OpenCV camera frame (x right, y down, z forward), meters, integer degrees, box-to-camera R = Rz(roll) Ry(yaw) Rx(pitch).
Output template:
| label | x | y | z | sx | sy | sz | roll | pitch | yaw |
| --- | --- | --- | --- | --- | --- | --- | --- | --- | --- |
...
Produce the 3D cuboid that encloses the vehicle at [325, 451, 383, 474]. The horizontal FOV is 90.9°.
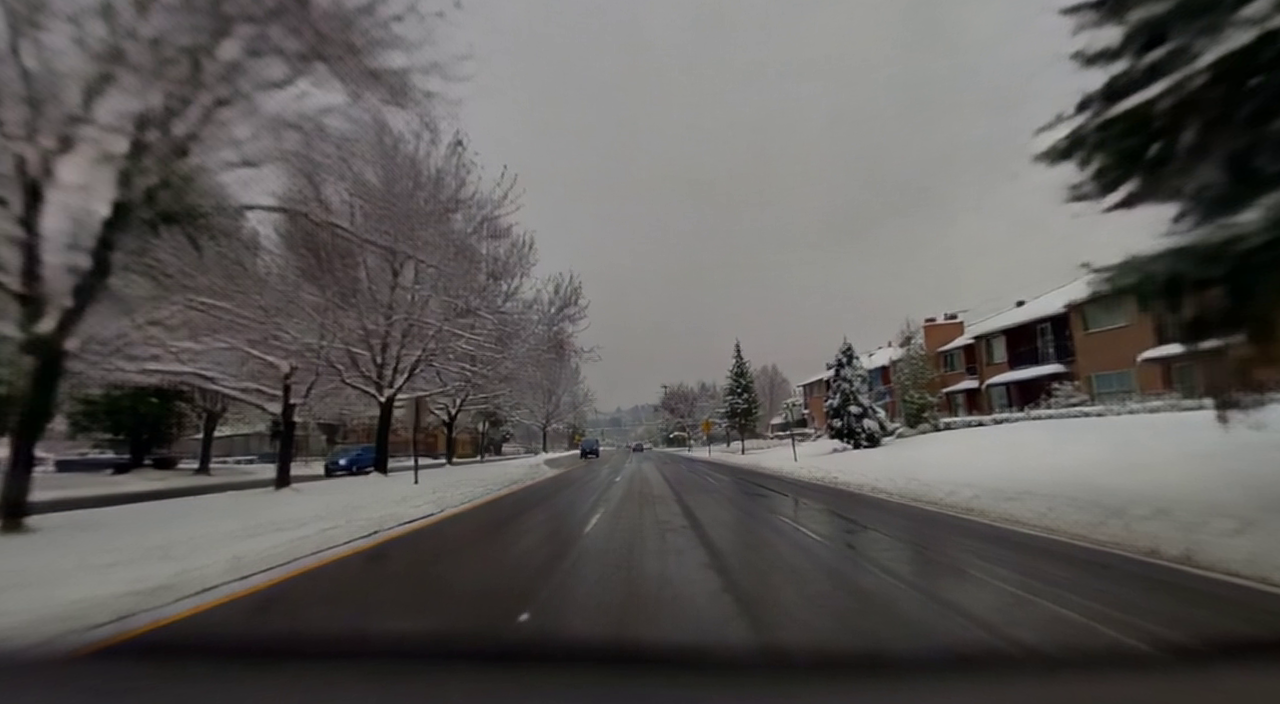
| label | x | y | z | sx | sy | sz | roll | pitch | yaw |
| --- | --- | --- | --- | --- | --- | --- | --- | --- | --- |
| vehicle | -19.705 | 7.600 | 43.628 | 1.863 | 1.486 | 4.500 | 0 | -8 | 0 |
